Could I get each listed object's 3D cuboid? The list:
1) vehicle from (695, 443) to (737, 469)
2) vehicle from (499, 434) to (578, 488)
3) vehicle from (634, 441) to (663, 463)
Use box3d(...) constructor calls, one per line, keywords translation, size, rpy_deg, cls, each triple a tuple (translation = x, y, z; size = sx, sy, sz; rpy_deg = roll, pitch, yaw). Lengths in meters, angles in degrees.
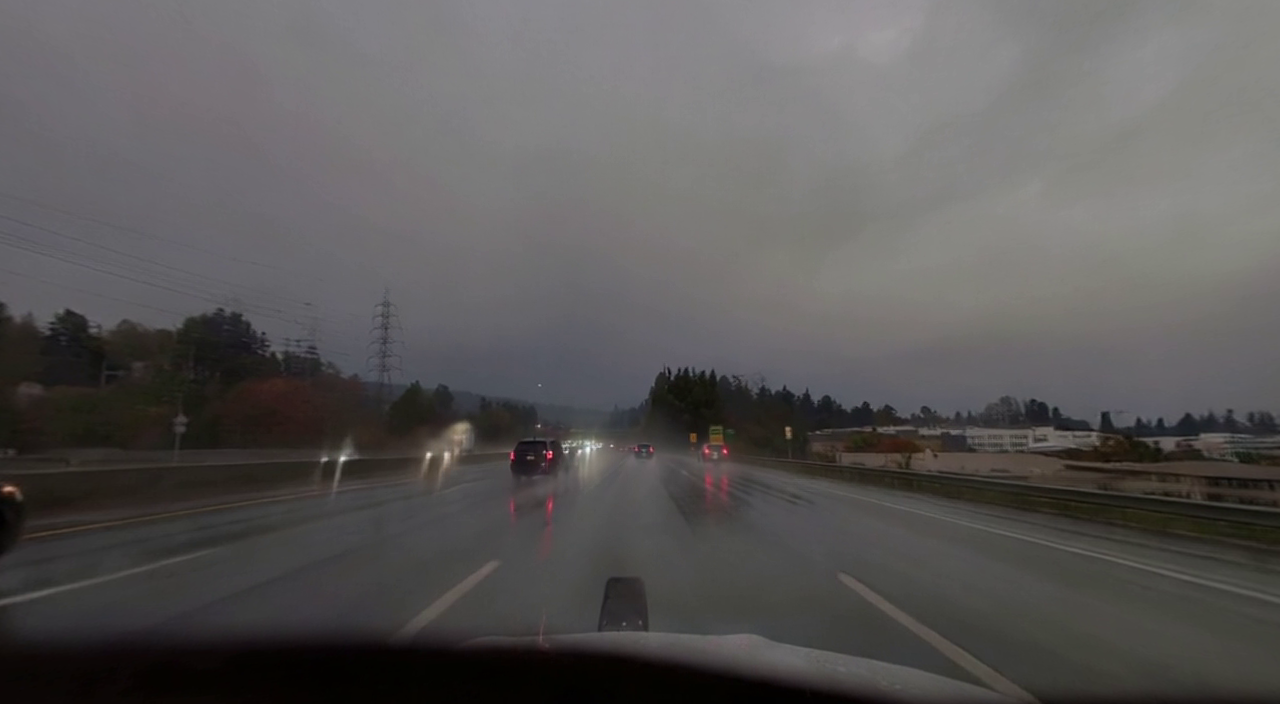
box3d(translation=(4.465, 6.171, 37.647), size=(1.964, 1.479, 4.252), rpy_deg=(0, -8, -1), cls="vehicle")
box3d(translation=(-3.401, 3.738, 21.936), size=(1.961, 1.704, 4.052), rpy_deg=(0, -8, 1), cls="vehicle")
box3d(translation=(0.652, 7.896, 49.798), size=(2.156, 1.647, 3.987), rpy_deg=(0, -8, 0), cls="vehicle")
